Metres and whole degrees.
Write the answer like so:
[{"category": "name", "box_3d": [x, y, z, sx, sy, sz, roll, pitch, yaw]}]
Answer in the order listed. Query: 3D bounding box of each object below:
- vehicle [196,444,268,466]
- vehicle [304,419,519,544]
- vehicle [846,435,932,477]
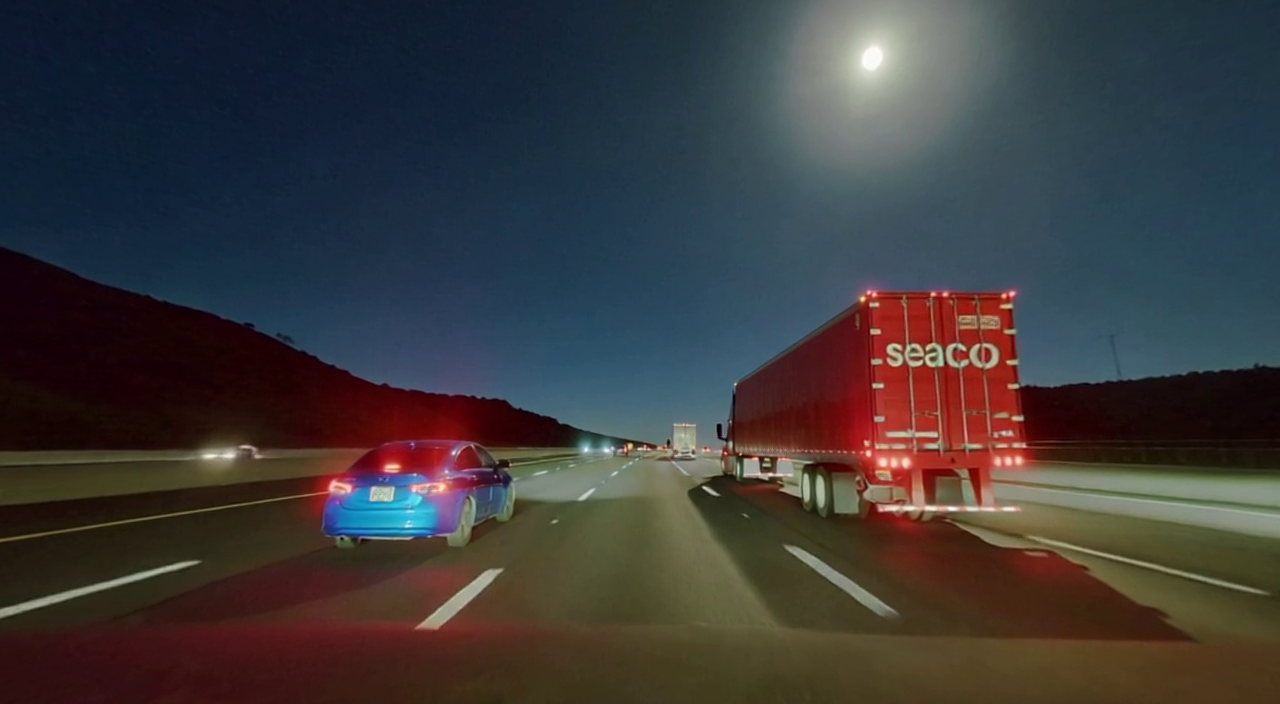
[{"category": "vehicle", "box_3d": [-29.296, 7.399, 45.256, 1.932, 1.497, 4.792, 0, -8, 1]}, {"category": "vehicle", "box_3d": [-3.348, 1.978, 10.167, 1.967, 1.615, 3.886, 0, -8, 1]}, {"category": "vehicle", "box_3d": [11.234, 4.730, 28.727, 2.062, 1.736, 4.589, 0, -8, 0]}]
